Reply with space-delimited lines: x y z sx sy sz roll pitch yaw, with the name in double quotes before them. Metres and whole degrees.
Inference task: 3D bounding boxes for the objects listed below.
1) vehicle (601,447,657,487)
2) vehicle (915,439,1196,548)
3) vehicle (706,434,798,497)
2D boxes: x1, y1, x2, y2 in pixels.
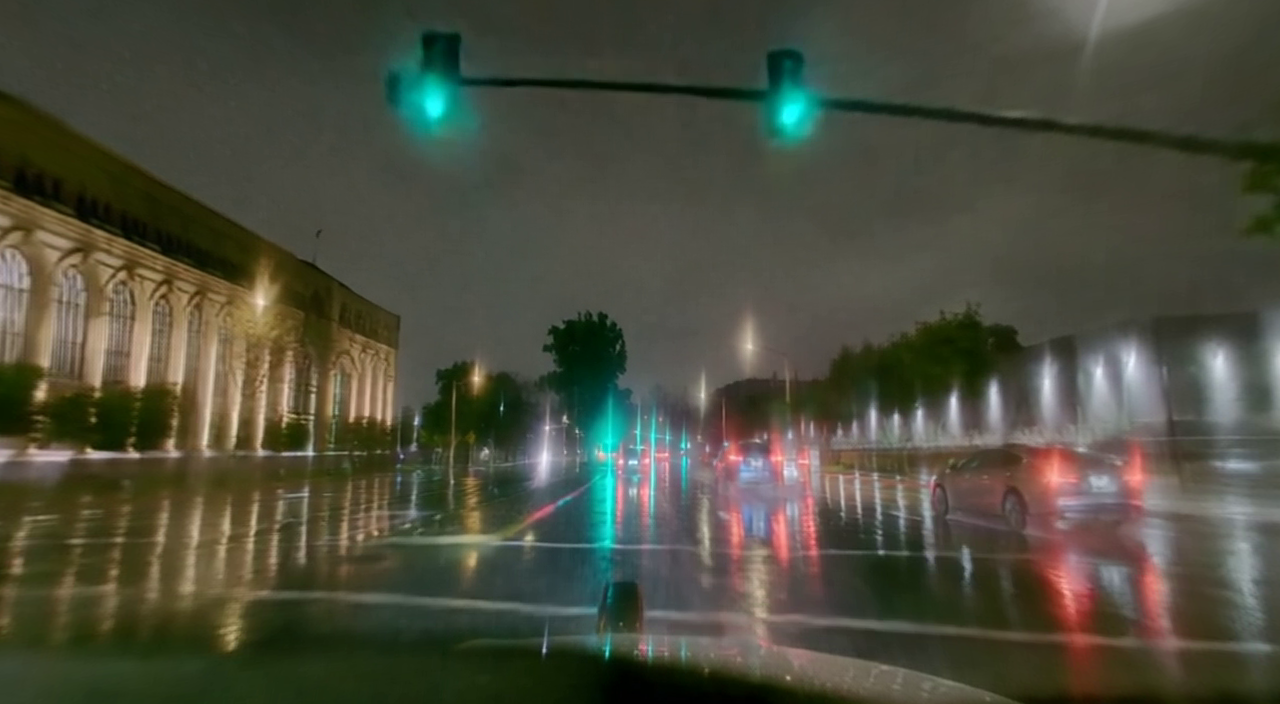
"vehicle" -0.434 4.499 25.114 2.054 1.446 3.969 0 -8 -1
"vehicle" 6.677 2.268 10.899 1.868 1.472 4.274 0 -8 -1
"vehicle" 3.440 3.578 20.296 2.036 1.757 4.300 0 -8 -1
